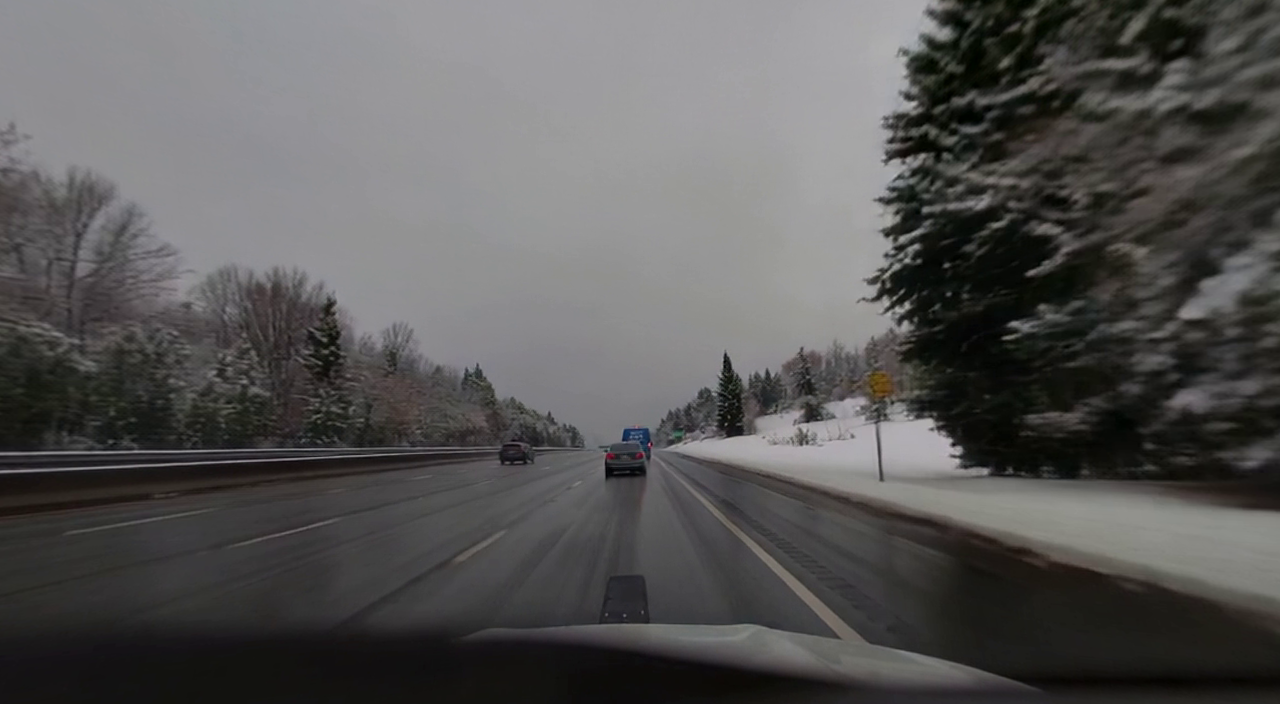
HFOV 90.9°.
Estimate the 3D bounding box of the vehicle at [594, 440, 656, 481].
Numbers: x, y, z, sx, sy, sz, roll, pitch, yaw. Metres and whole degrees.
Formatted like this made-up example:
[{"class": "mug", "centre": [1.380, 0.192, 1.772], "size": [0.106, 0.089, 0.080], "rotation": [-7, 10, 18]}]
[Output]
[{"class": "vehicle", "centre": [-0.536, 4.185, 24.537], "size": [2.238, 1.479, 3.672], "rotation": [0, -9, 0]}]
